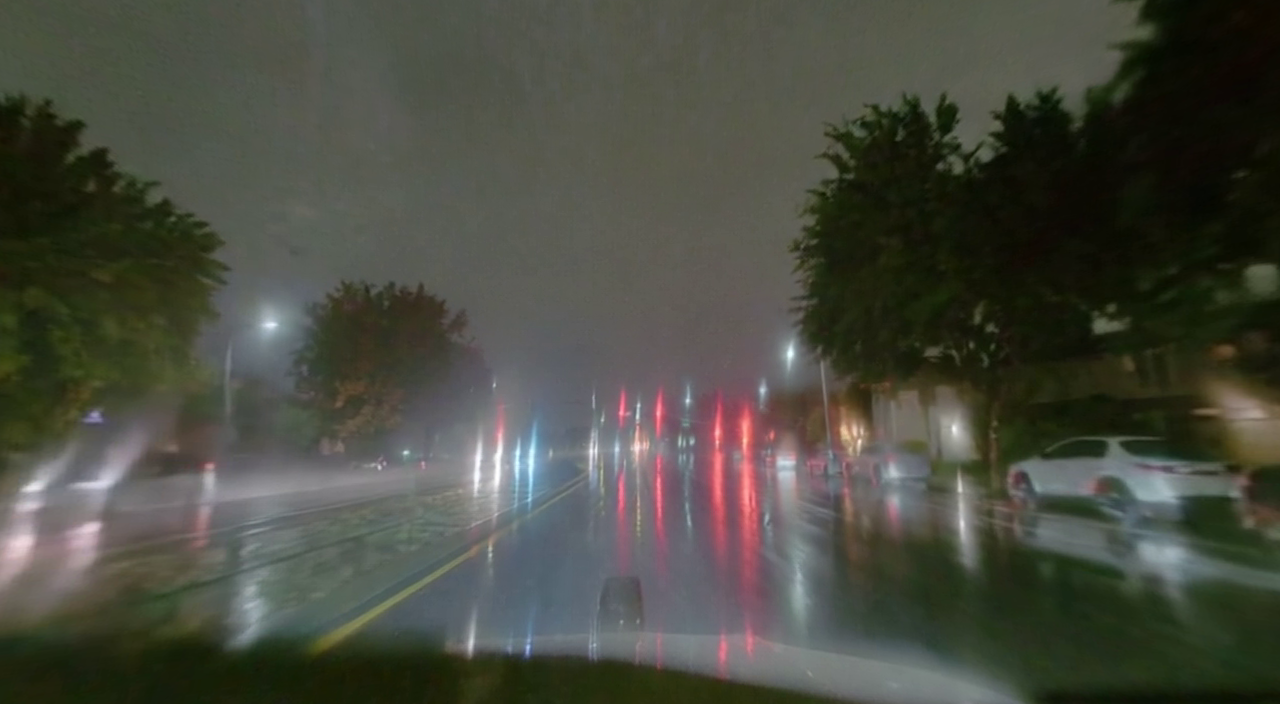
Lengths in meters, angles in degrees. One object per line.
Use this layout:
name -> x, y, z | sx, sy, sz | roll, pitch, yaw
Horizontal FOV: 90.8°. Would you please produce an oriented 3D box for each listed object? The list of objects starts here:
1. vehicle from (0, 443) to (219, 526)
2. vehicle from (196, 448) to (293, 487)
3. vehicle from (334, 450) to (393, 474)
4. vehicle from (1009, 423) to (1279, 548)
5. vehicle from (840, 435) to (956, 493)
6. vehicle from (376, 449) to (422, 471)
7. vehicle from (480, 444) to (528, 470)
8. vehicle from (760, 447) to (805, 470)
vehicle -> -11.668, 2.745, 13.760 | 1.826, 1.472, 4.493 | 0, -8, 1
vehicle -> -18.382, 5.331, 29.627 | 1.842, 1.660, 4.120 | 0, -8, 0
vehicle -> -18.306, 7.282, 42.070 | 1.844, 1.480, 4.729 | 0, -8, -1
vehicle -> 9.990, 2.453, 12.471 | 2.182, 1.902, 5.406 | 0, -8, 1
vehicle -> 9.839, 4.308, 24.735 | 2.176, 1.893, 5.744 | 2, -8, 0
vehicle -> -18.407, 8.243, 48.511 | 1.728, 1.512, 4.554 | 0, -8, 0
vehicle -> -8.203, 6.347, 38.463 | 1.922, 1.486, 4.392 | 0, -8, 1
vehicle -> 9.785, 7.300, 43.740 | 1.931, 1.473, 4.742 | 0, -8, 0
